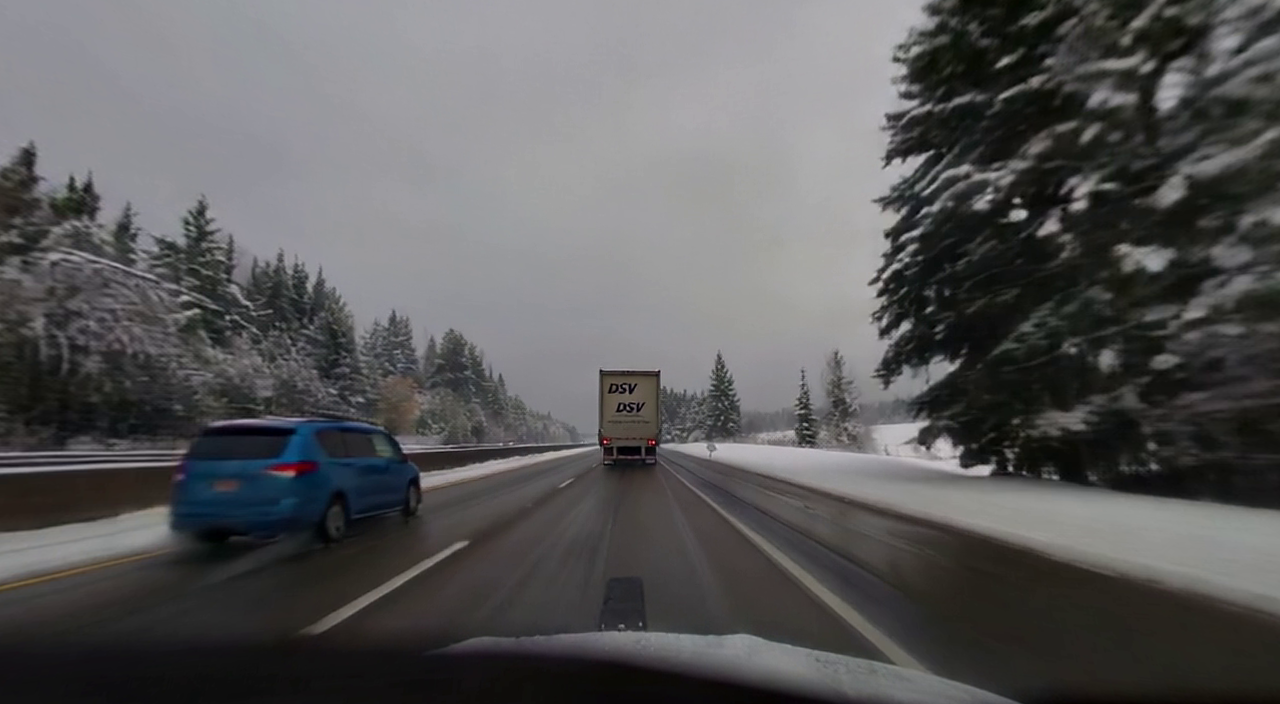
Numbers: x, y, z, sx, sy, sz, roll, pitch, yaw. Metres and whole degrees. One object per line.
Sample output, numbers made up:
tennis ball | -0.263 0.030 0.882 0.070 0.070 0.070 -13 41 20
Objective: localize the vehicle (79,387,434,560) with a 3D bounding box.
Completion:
vehicle | -4.725 1.577 8.848 2.086 1.778 4.544 0 -8 0

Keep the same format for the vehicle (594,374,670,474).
vehicle | -0.440 3.551 30.090 2.969 3.957 10.270 0 -8 -1
